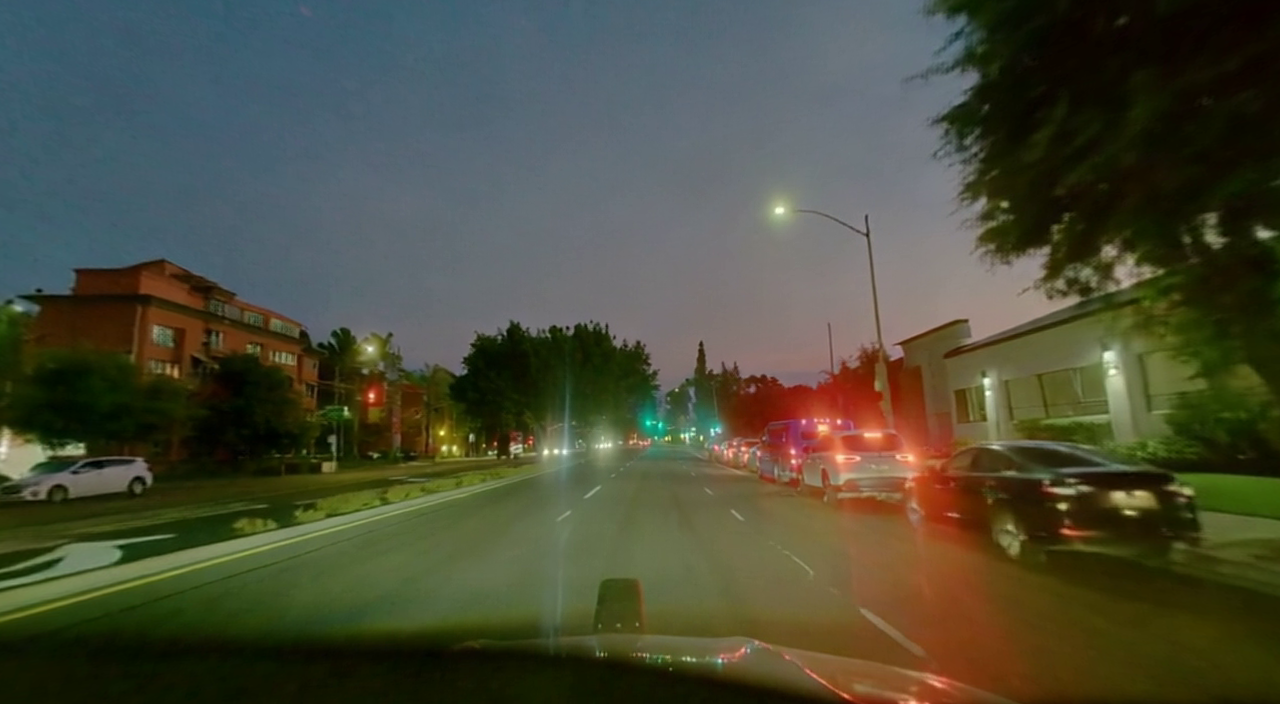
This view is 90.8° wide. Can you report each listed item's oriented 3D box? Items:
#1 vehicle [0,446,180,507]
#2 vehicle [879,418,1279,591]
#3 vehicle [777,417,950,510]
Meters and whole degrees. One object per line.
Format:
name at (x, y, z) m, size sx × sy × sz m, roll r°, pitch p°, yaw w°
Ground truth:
vehicle at (-18.996, 4.195, 21.885) m, size 2.166 × 1.804 × 4.897 m, roll -1°, pitch -8°, yaw 3°
vehicle at (4.789, 1.645, 7.730) m, size 1.973 × 1.465 × 4.440 m, roll 0°, pitch -8°, yaw 0°
vehicle at (4.803, 2.496, 14.505) m, size 2.304 × 1.760 × 4.630 m, roll 0°, pitch -8°, yaw 1°
